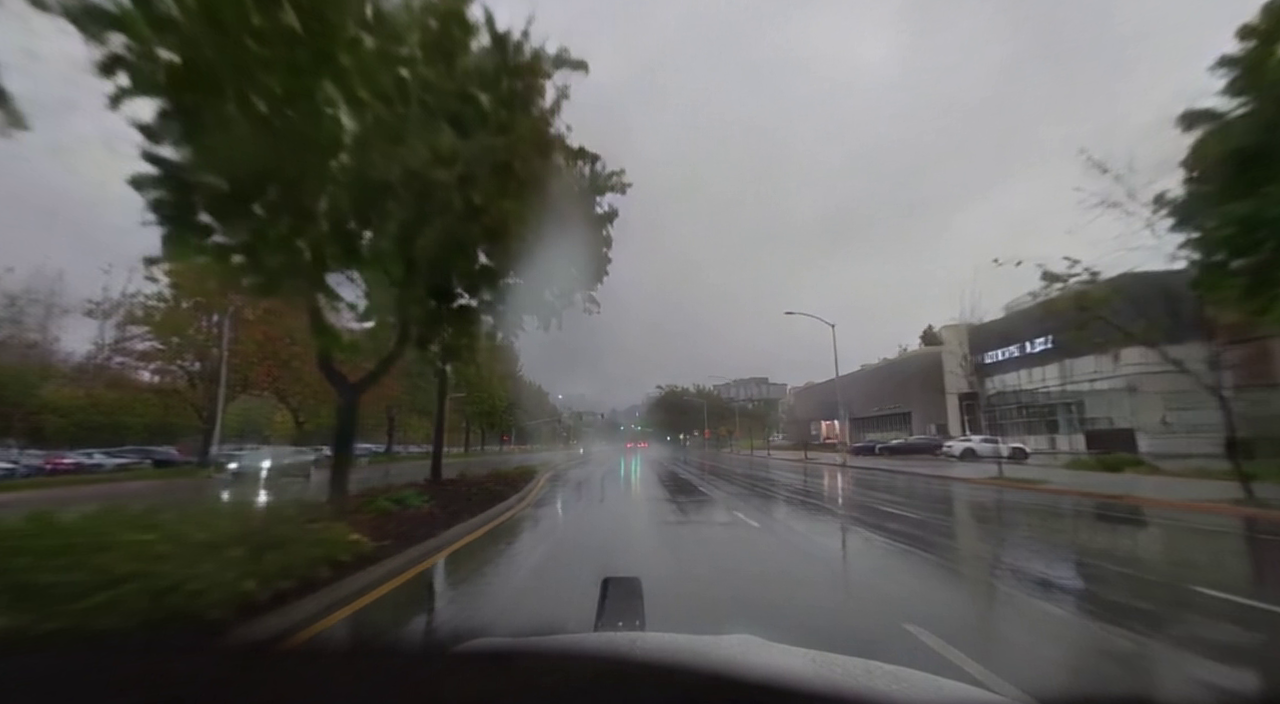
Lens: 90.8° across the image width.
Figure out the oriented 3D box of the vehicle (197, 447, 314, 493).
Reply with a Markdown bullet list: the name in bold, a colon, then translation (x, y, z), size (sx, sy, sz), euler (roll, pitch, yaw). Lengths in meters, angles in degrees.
- **vehicle**: translation (-13.807, 4.224, 23.053), size (1.959, 1.485, 4.687), euler (1, -9, -9)
